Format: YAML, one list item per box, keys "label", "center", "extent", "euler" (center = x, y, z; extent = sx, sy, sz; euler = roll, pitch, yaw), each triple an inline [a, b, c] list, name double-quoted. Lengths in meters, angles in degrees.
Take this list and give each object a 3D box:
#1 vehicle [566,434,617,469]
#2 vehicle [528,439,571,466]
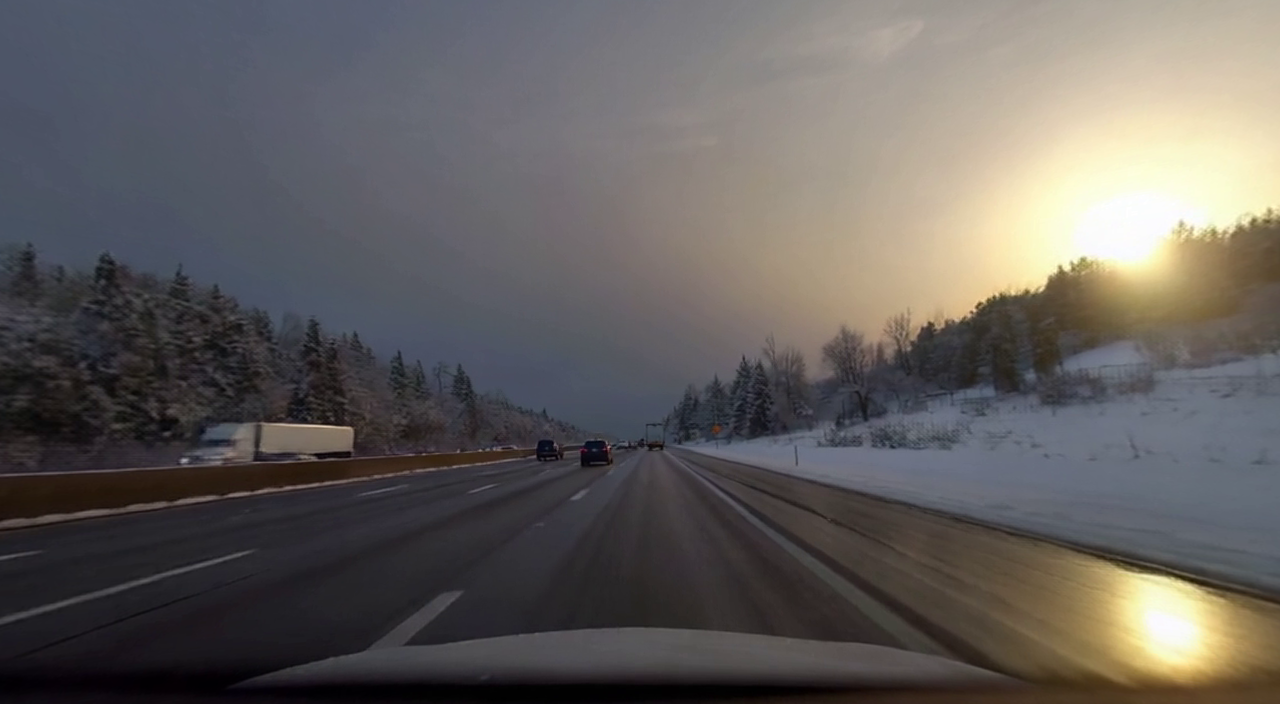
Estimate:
- label: "vehicle"
  center: [-2.618, 5.497, 35.076]
  extent: [2.283, 1.802, 4.810]
  euler: [0, -8, 2]
- label: "vehicle"
  center: [-5.983, 6.693, 42.097]
  extent: [2.062, 1.691, 4.278]
  euler: [0, -8, 2]
